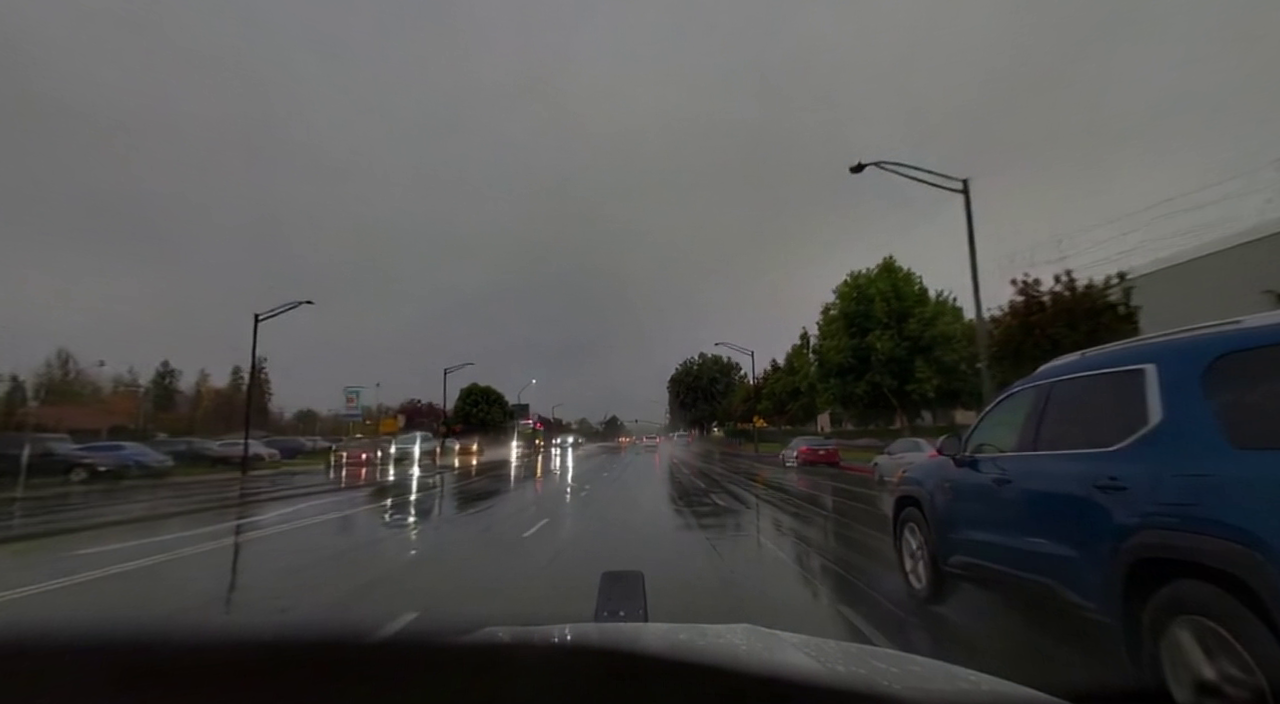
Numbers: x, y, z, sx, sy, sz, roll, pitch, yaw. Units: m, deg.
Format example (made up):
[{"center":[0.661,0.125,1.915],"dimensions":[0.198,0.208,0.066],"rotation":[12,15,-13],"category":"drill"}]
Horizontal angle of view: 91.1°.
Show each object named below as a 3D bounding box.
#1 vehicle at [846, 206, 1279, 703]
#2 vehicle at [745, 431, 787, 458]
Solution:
[{"center":[3.069,0.802,3.538],"dimensions":[2.246,1.963,4.777],"rotation":[0,-8,1],"category":"vehicle"},{"center":[8.260,6.095,41.484],"dimensions":[1.960,1.693,4.452],"rotation":[0,-8,2],"category":"vehicle"}]
